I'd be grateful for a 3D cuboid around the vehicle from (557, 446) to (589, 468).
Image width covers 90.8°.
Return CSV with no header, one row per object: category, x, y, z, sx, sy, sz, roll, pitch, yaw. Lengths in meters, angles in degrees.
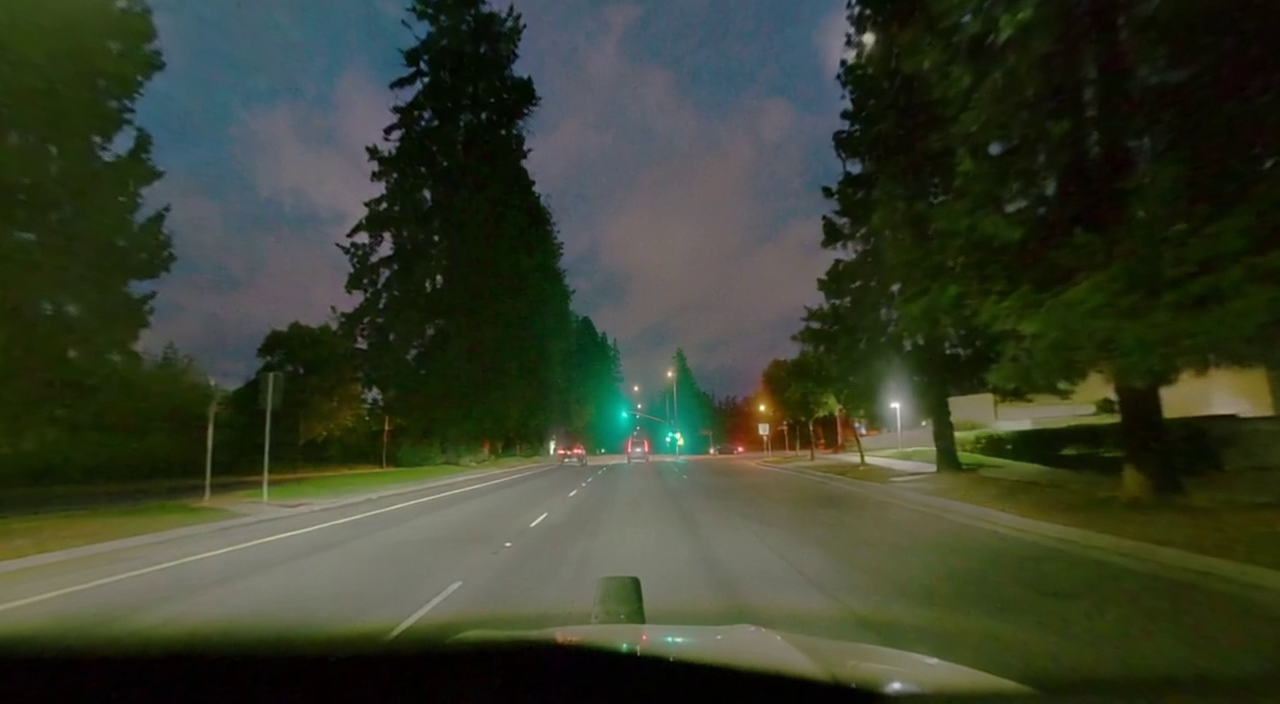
vehicle,-4.482,7.064,42.603,1.674,1.408,4.141,0,-8,1
